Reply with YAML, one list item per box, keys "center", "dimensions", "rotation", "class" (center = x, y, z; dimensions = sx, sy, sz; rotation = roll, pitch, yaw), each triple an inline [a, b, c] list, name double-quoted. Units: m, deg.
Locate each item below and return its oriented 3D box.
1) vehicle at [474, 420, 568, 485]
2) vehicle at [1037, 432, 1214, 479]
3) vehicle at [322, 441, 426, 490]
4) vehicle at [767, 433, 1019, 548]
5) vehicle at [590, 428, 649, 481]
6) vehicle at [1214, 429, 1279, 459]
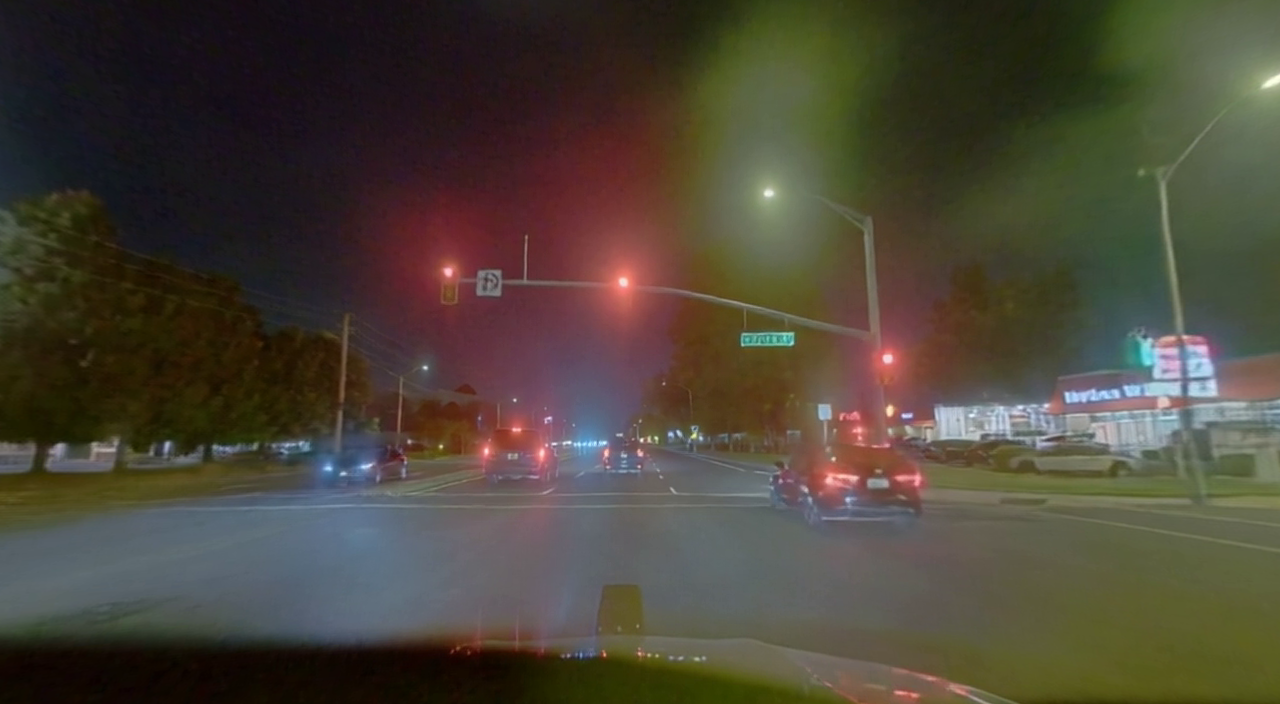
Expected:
- center: [-4.021, 3.529, 22.436]
  dimensions: [2.252, 1.999, 5.605]
  rotation: [0, -8, 0]
  class: "vehicle"
- center: [18.975, 4.048, 24.892]
  dimensions: [5.209, 1.743, 2.081]
  rotation: [0, -8, 0]
  class: "vehicle"
- center: [-9.223, 3.930, 22.333]
  dimensions: [1.867, 1.427, 4.371]
  rotation: [-3, -8, -1]
  class: "vehicle"
- center: [3.707, 2.108, 10.384]
  dimensions: [2.207, 1.447, 4.418]
  rotation: [0, -8, -2]
  class: "vehicle"
- center: [-0.737, 3.874, 23.994]
  dimensions: [2.061, 1.809, 4.141]
  rotation: [0, -8, -1]
  class: "vehicle"
- center: [31.713, 4.581, 31.496]
  dimensions: [4.347, 1.457, 1.785]
  rotation: [0, -8, 0]
  class: "vehicle"
